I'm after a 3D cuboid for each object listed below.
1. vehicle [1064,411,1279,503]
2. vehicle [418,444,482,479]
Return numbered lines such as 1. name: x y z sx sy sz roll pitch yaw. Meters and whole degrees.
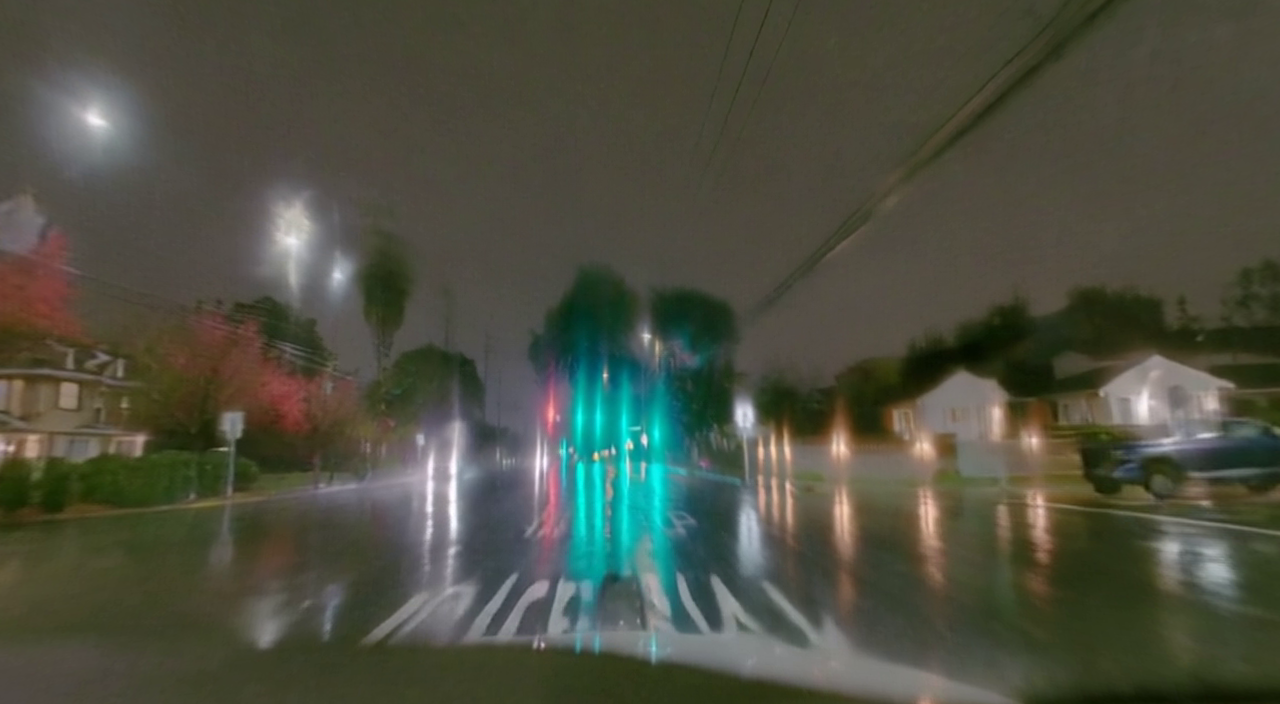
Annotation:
1. vehicle: 11.591 2.061 12.648 4.702 1.661 1.977 -1 -8 1
2. vehicle: -10.408 5.999 34.937 2.053 1.727 4.651 -1 -8 0
